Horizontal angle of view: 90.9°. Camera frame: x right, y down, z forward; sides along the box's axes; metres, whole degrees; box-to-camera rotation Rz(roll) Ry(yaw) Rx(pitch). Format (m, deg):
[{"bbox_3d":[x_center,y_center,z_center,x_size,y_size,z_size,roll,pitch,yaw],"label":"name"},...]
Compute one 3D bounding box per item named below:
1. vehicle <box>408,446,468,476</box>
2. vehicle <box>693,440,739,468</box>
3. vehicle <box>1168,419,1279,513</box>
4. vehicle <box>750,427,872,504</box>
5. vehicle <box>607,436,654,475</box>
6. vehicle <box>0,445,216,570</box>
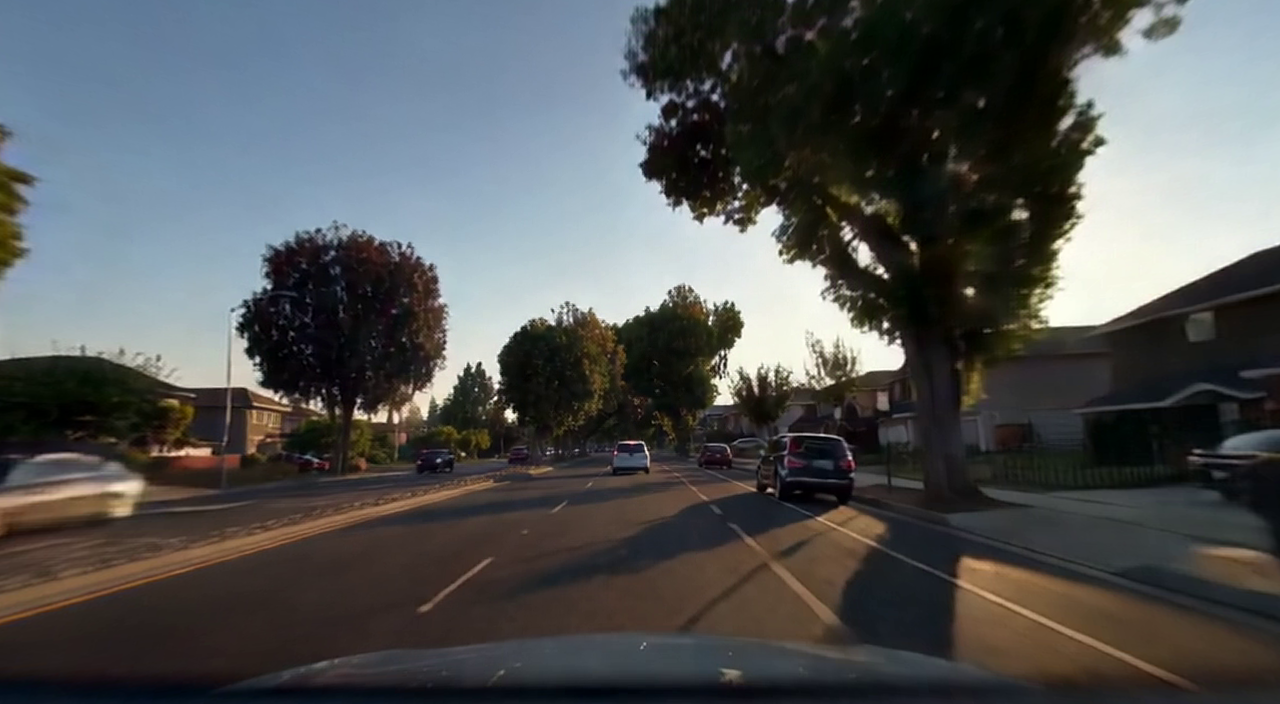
[{"bbox_3d":[-11.456,6.176,36.078,1.914,1.476,4.702,-3,-8,0],"label":"vehicle"},{"bbox_3d":[4.406,5.994,37.158,2.020,1.518,4.255,0,-8,-2],"label":"vehicle"},{"bbox_3d":[12.206,1.947,10.976,4.297,1.478,1.866,0,-8,0],"label":"vehicle"},{"bbox_3d":[4.144,2.818,16.049,1.992,1.695,4.101,0,-8,1],"label":"vehicle"},{"bbox_3d":[-0.417,4.766,29.310,2.024,1.655,4.301,0,-8,0],"label":"vehicle"},{"bbox_3d":[-8.778,2.127,9.285,2.063,1.493,4.447,0,-8,-2],"label":"vehicle"}]
